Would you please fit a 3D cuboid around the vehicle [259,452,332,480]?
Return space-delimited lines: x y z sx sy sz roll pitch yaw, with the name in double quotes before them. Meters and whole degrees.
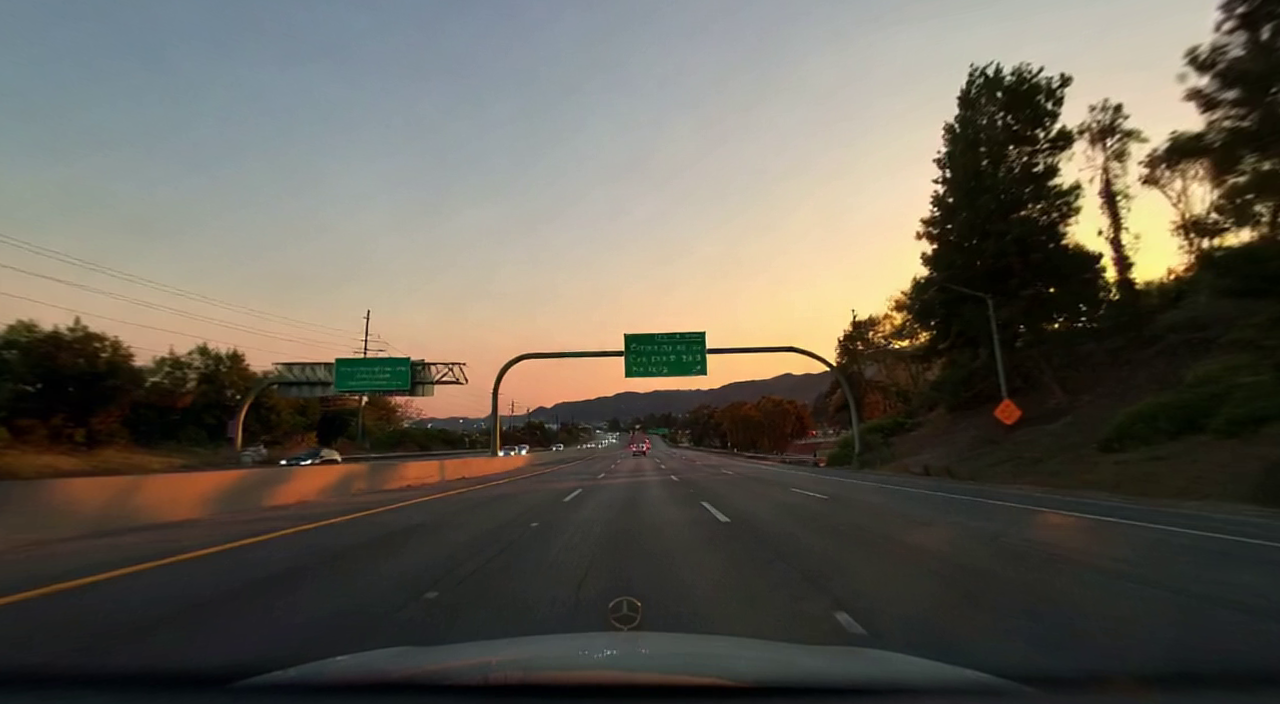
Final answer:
"vehicle" -20.897 6.908 38.448 1.830 1.527 4.557 0 -9 1
